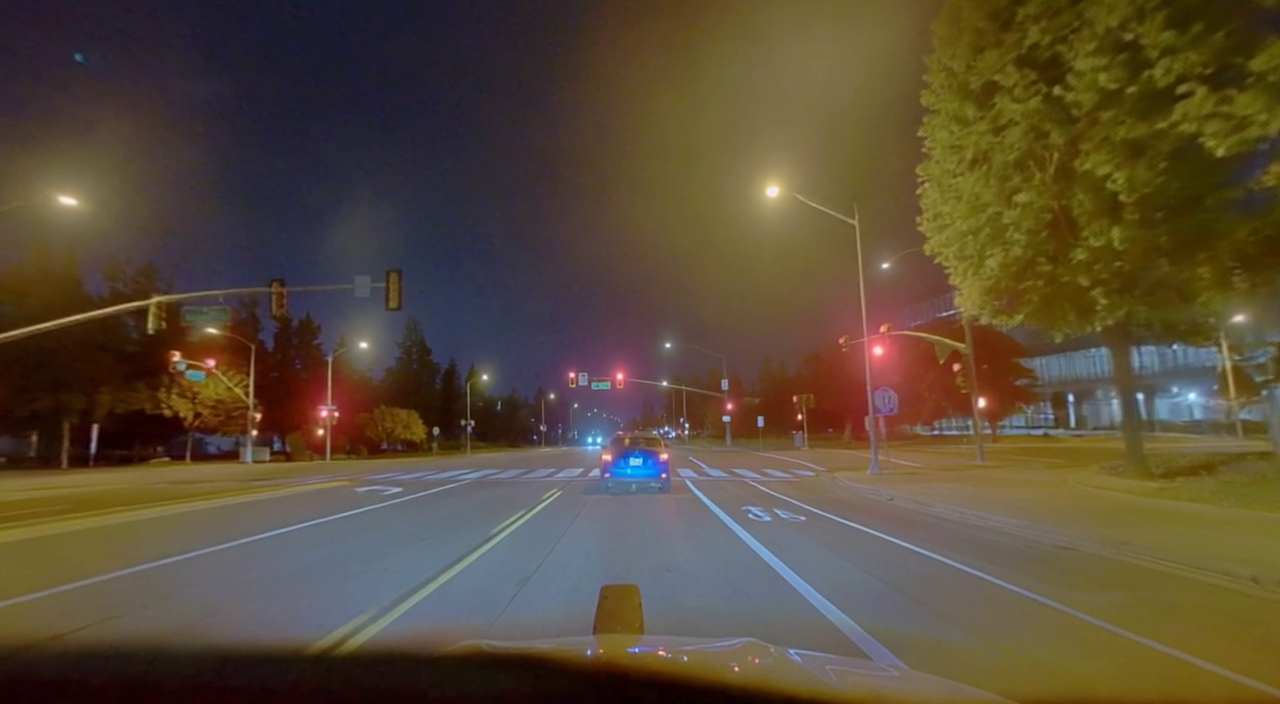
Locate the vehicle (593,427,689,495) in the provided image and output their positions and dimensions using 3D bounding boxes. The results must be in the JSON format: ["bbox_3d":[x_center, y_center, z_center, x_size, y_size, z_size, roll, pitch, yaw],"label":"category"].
[{"bbox_3d":[-0.017,2.688,15.903,2.107,1.470,3.974,0,-8,-1],"label":"vehicle"}]
